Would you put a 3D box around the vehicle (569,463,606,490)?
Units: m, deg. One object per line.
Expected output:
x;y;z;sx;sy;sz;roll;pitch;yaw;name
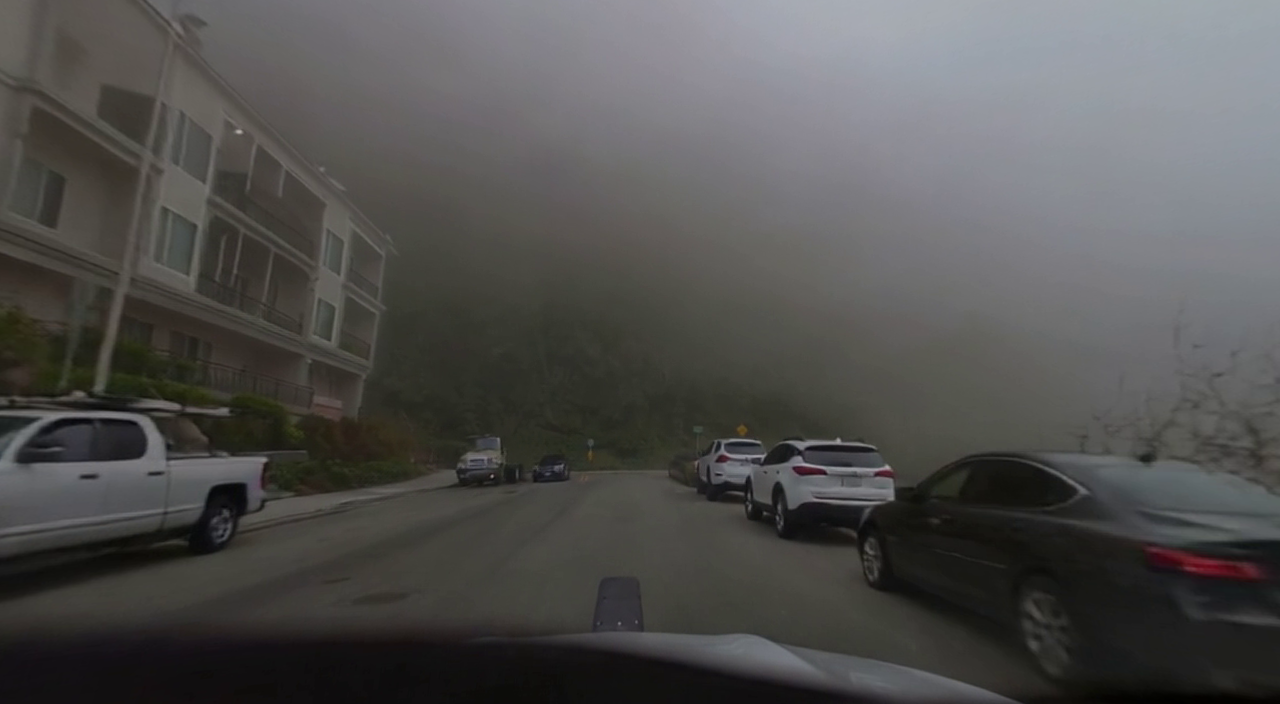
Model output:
-3.384;8.273;41.547;2.102;1.621;4.627;0;-13;-1;vehicle

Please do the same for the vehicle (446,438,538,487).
-6.429;4.885;28.227;2.692;1.949;5.948;0;-9;0;vehicle

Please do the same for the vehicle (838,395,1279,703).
3.229;1.306;4.721;1.926;1.602;4.433;0;-9;-1;vehicle

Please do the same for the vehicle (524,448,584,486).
-3.619;4.940;27.350;1.856;1.474;4.522;0;-9;1;vehicle

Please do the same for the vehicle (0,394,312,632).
-6.170;1.505;6.577;2.374;1.843;5.638;0;-9;1;vehicle
